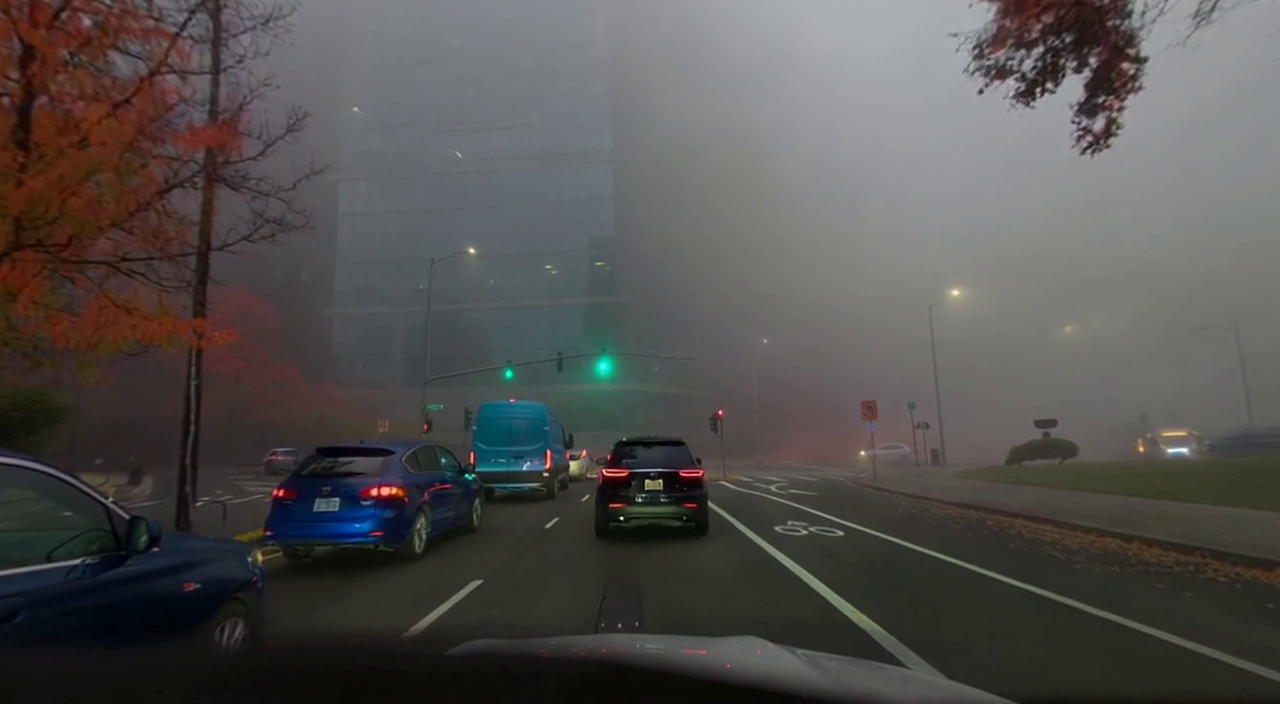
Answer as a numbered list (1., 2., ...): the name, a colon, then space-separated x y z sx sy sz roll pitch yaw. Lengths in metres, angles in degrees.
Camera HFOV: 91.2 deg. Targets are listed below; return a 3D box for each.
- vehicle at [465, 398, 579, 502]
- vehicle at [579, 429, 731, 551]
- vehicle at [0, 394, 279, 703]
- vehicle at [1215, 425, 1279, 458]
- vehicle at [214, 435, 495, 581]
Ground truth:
1. vehicle: -3.297 2.937 18.957 2.343 2.635 5.684 0 -9 0
2. vehicle: 0.169 2.092 10.097 1.979 1.562 3.630 0 -9 -1
3. vehicle: -2.905 0.815 1.425 1.893 1.491 3.798 0 -9 0
4. vehicle: 28.545 4.035 28.179 1.631 1.416 3.914 0 -9 0
5. vehicle: -3.500 1.968 8.766 1.955 1.499 4.223 0 -9 0
